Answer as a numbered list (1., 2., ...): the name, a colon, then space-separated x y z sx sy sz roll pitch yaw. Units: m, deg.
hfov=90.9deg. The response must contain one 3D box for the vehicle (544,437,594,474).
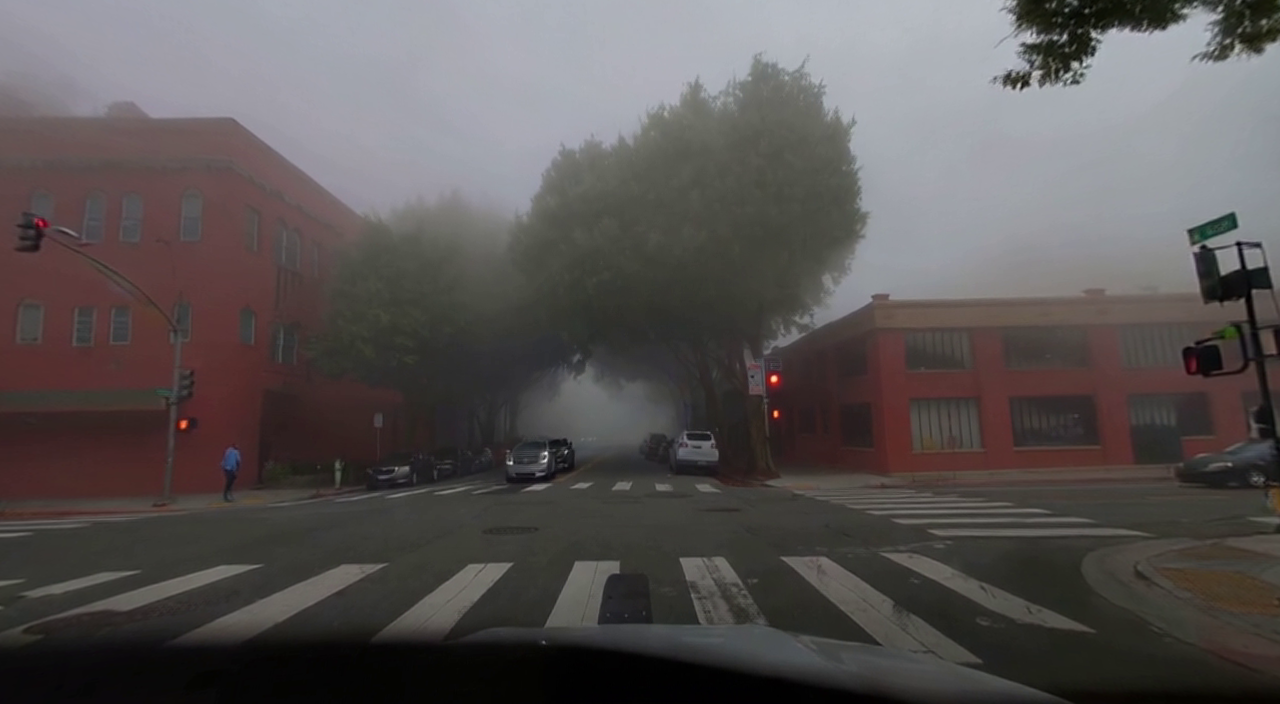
1. vehicle: -3.288 4.860 29.808 2.033 1.596 4.142 0 -8 -2

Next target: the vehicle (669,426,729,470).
1. vehicle: 3.085 5.178 34.093 2.557 2.188 5.164 0 -8 -2

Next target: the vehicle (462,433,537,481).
1. vehicle: -5.980 4.509 27.501 2.242 1.887 4.924 0 -8 -2

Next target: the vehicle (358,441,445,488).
1. vehicle: -9.911 4.664 26.620 2.216 1.804 4.526 1 -8 -5
